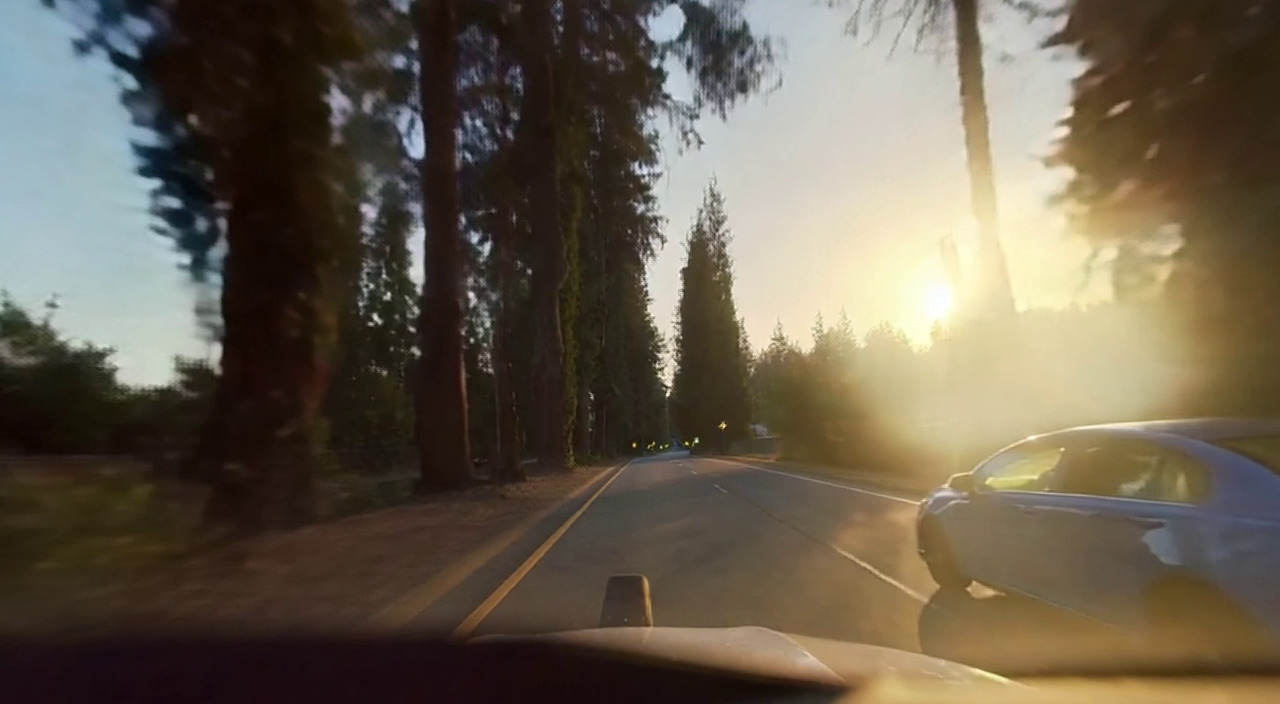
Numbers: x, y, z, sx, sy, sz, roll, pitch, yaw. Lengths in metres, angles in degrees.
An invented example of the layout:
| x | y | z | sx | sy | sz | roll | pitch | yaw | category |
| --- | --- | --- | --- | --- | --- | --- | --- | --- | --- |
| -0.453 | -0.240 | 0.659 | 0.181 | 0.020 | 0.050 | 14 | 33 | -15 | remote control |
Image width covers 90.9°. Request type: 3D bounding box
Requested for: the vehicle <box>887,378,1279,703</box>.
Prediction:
| x | y | z | sx | sy | sz | roll | pitch | yaw | category |
| --- | --- | --- | --- | --- | --- | --- | --- | --- | --- |
| 3.488 | 1.059 | 3.790 | 2.061 | 1.503 | 4.823 | 0 | -8 | 0 | vehicle |
